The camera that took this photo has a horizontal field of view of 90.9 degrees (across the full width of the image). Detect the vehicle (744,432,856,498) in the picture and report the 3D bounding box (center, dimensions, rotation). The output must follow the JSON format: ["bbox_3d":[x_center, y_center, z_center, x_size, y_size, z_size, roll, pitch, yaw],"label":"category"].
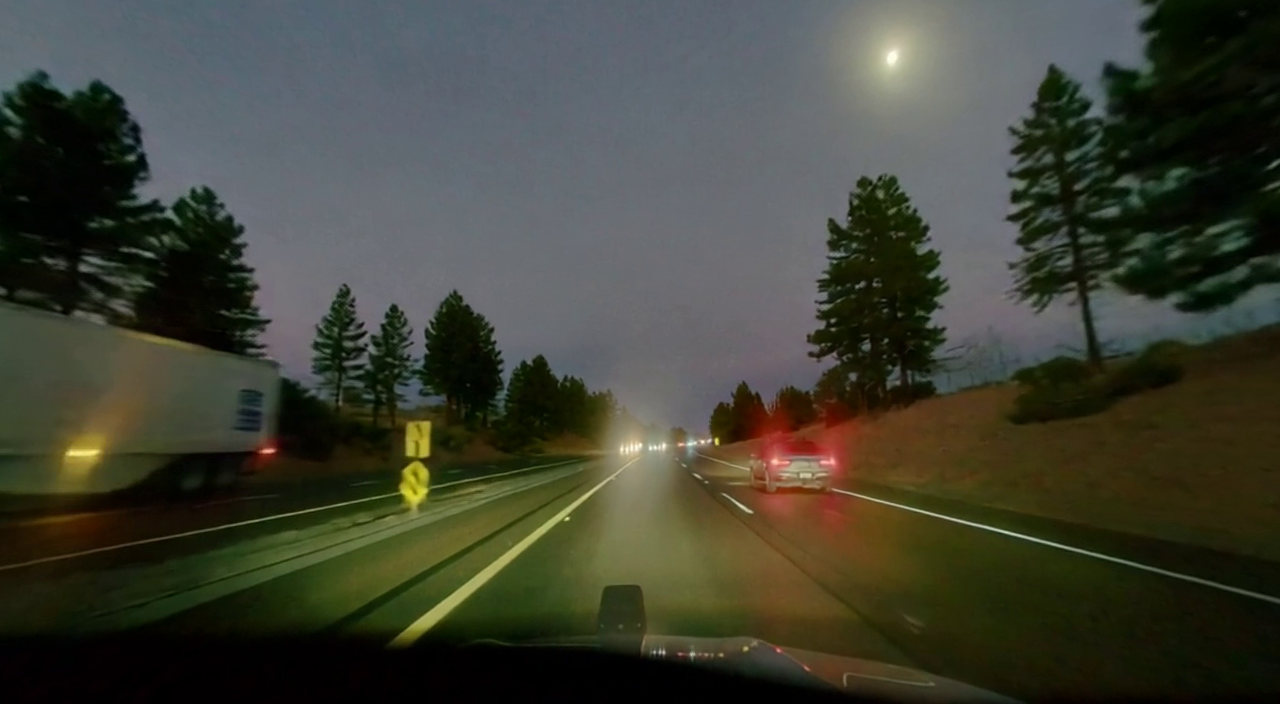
[{"bbox_3d":[4.583,3.315,18.967,2.098,1.703,4.862,0,-8,0],"label":"vehicle"}]

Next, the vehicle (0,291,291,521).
[{"bbox_3d":[-13.234,1.186,12.909,2.910,4.204,16.031,0,-8,1],"label":"vehicle"}]
